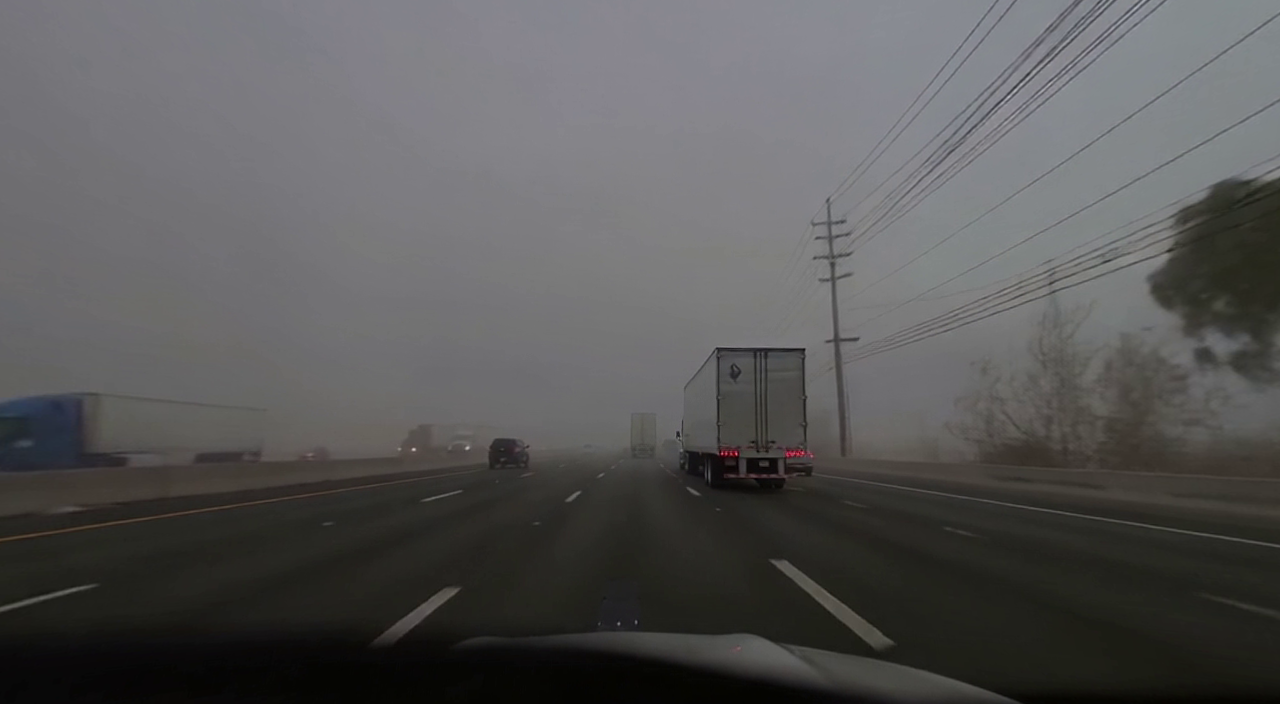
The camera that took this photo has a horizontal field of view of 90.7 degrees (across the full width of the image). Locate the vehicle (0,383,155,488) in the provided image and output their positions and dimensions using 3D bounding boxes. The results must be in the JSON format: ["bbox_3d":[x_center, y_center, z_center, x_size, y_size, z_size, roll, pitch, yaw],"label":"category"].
[{"bbox_3d":[-24.741,3.477,25.874,2.894,3.754,8.528,0,-9,0],"label":"vehicle"}]

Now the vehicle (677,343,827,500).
[{"bbox_3d":[3.450,3.073,25.137,2.892,4.152,16.575,0,-9,0],"label":"vehicle"}]

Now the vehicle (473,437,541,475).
[{"bbox_3d":[-7.308,5.796,35.457,2.425,1.917,5.647,-1,-9,1],"label":"vehicle"}]
